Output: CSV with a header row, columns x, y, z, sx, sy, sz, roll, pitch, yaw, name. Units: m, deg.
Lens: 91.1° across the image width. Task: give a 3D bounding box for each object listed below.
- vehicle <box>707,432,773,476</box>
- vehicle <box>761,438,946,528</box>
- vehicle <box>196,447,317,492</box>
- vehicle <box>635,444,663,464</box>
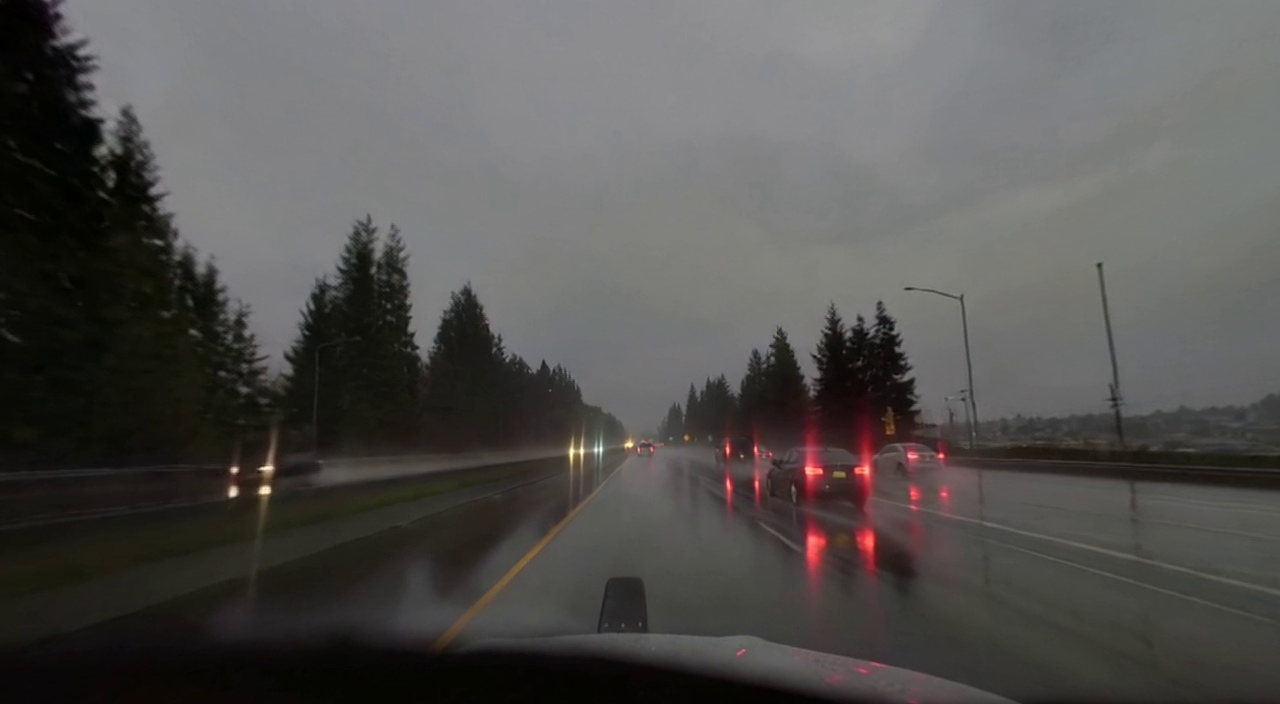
x,y,z,sx,sy,sz,roll,pitch,yaw,name
4.691,4.888,30.350,2.206,1.902,5.460,0,-8,-1,vehicle
3.969,2.499,12.723,1.904,1.453,4.789,0,-8,-2,vehicle
-15.213,4.639,25.244,2.012,1.624,4.428,0,-8,1,vehicle
0.639,7.832,48.471,2.052,1.472,4.295,0,-8,0,vehicle
